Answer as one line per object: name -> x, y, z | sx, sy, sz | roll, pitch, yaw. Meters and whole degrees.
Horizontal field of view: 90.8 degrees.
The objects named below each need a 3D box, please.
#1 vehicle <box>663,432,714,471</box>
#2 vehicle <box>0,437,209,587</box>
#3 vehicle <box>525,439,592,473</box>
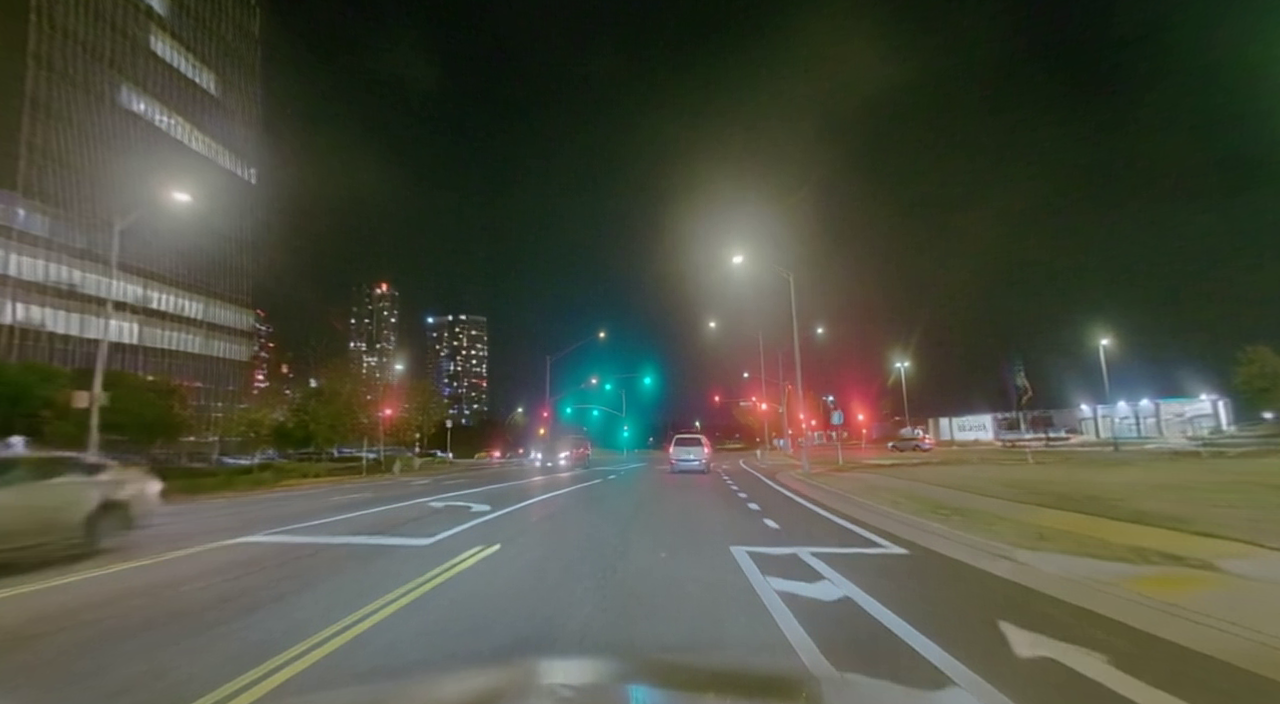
vehicle -> 2.578, 5.088, 32.516 | 2.230, 1.827, 4.298 | -1, -8, 10
vehicle -> -7.373, 1.677, 6.846 | 1.939, 1.484, 4.645 | 0, -8, 3
vehicle -> -4.296, 5.577, 34.318 | 2.183, 1.699, 4.974 | -2, -8, 11
